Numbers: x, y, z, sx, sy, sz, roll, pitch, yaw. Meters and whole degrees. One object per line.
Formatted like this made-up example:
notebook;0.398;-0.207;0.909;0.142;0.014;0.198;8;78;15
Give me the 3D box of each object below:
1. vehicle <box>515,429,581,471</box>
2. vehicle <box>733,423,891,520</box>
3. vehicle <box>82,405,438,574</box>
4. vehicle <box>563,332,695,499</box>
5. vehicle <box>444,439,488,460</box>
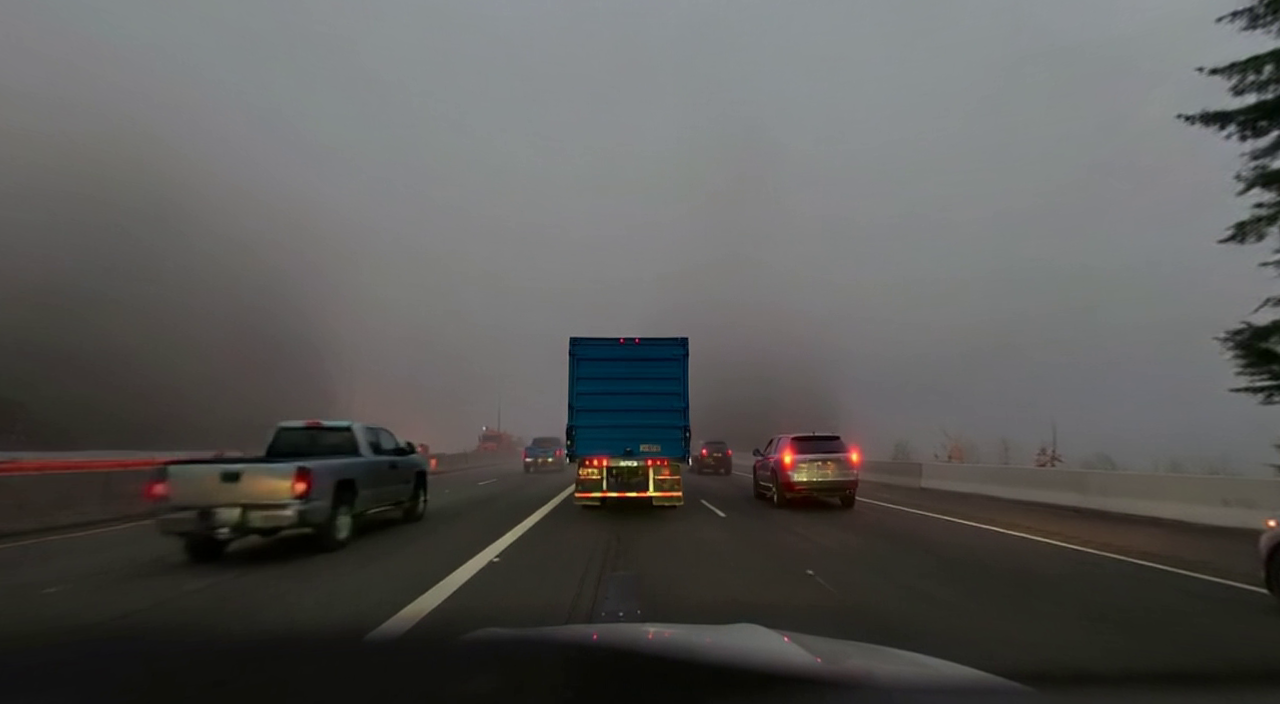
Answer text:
vehicle;-4.595;5.068;32.624;2.421;1.965;5.980;0;-9;1
vehicle;3.384;2.461;13.401;2.103;1.713;4.173;1;-9;-1
vehicle;-4.738;1.783;8.934;2.095;1.736;4.529;0;-9;2
vehicle;-0.362;2.245;20.005;3.067;3.940;10.154;1;-9;-1
vehicle;-13.046;7.366;47.478;1.887;1.511;4.152;0;-9;4
